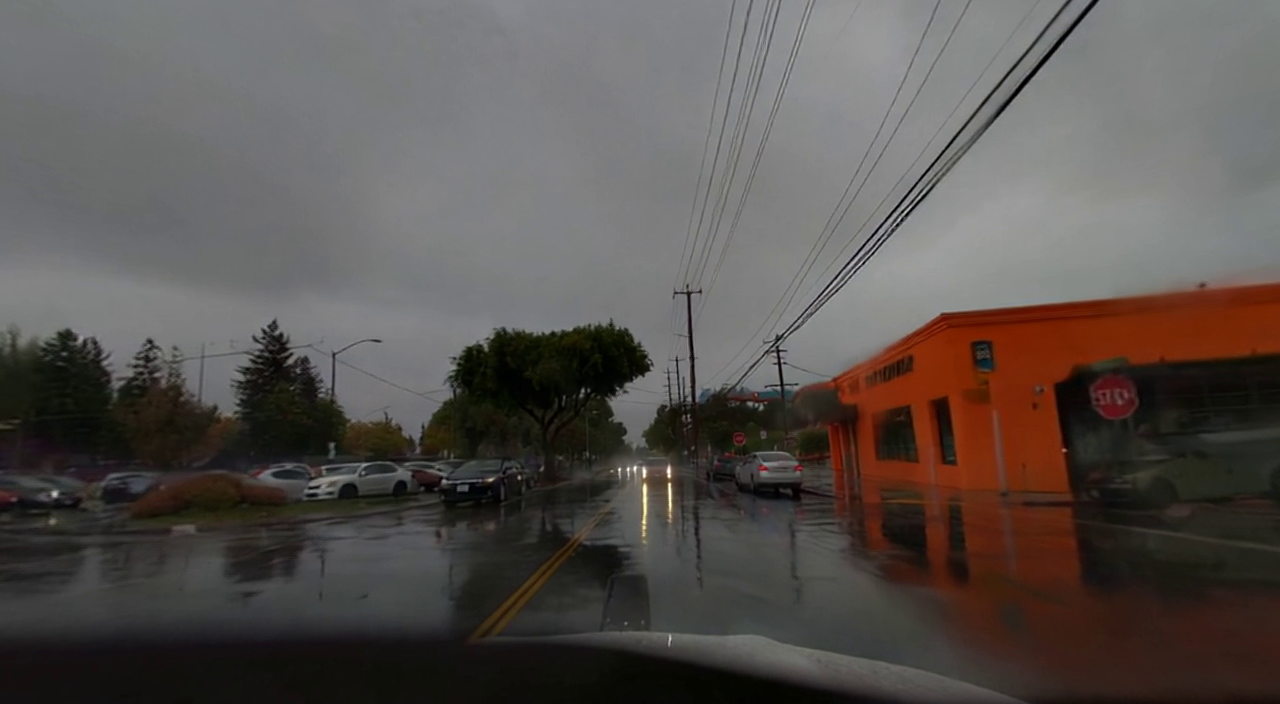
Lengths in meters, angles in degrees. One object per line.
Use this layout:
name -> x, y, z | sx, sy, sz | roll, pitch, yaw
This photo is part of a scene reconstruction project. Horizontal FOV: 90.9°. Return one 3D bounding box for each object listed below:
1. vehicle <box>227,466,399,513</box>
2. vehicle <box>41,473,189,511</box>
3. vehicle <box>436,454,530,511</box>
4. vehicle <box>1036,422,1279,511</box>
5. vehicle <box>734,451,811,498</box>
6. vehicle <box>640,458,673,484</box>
vehicle -> -11.474, 4.840, 22.413 | 4.968, 1.493, 1.961 | 0, -9, -2
vehicle -> -22.883, 6.099, 27.610 | 4.660, 1.488, 1.930 | 0, -9, -2
vehicle -> -5.529, 4.624, 22.956 | 2.146, 1.775, 5.117 | 0, -9, -1
vehicle -> 11.622, 2.381, 13.255 | 5.255, 1.688, 1.994 | 1, -9, -3
vehicle -> 4.502, 4.209, 22.037 | 1.840, 1.452, 4.517 | 0, -9, 2
vehicle -> 1.070, 7.623, 40.558 | 2.033, 1.464, 4.645 | 0, -9, 2
